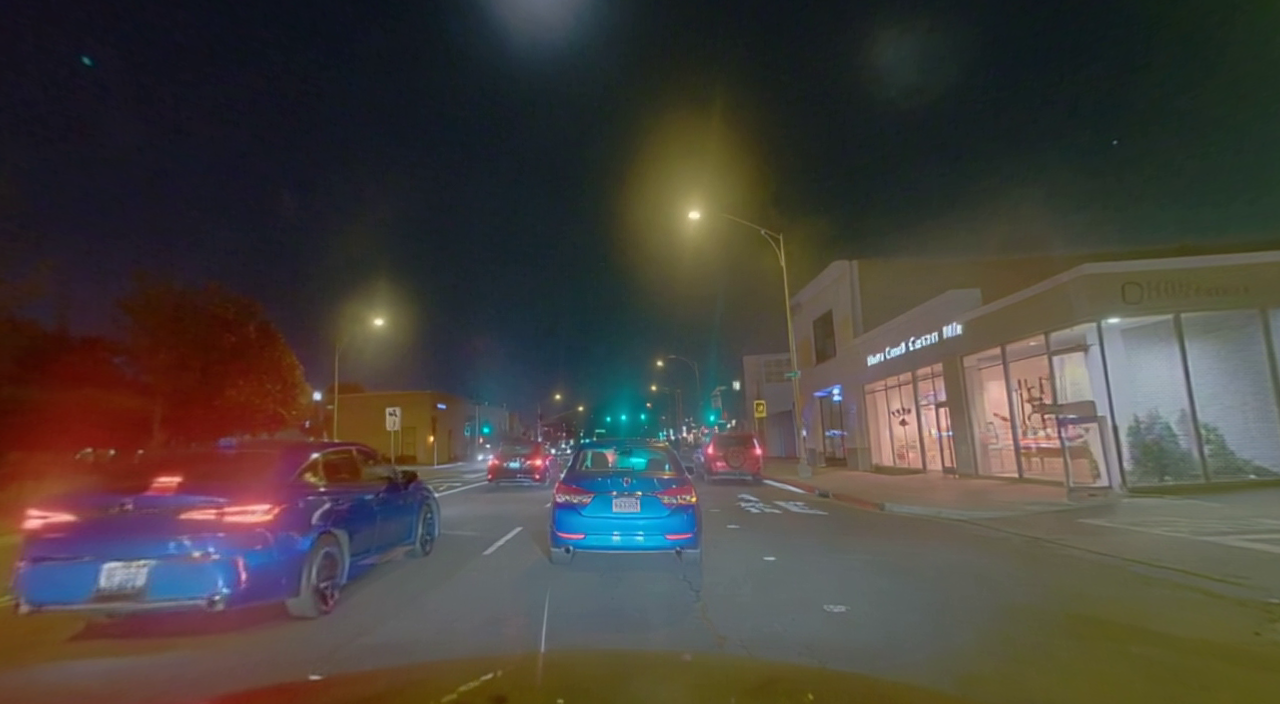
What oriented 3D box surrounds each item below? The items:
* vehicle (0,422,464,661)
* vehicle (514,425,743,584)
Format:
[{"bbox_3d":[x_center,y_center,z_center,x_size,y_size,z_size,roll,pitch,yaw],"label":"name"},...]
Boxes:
[{"bbox_3d":[-3.405,1.505,6.172,2.029,1.456,4.414,0,-9,1],"label":"vehicle"},{"bbox_3d":[-0.119,1.747,8.040,2.160,1.482,4.037,0,-9,0],"label":"vehicle"}]
